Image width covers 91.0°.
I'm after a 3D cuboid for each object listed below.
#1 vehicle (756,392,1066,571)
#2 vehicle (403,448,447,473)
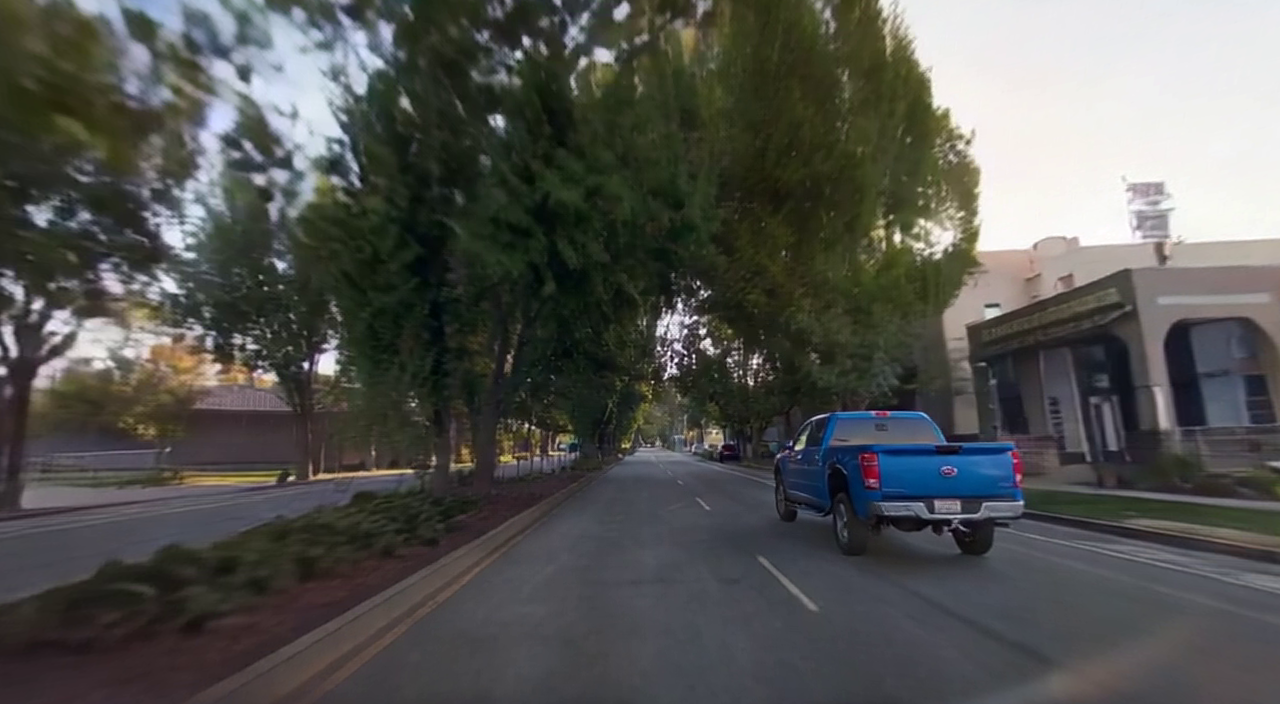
[{"bbox_3d":[3.300,1.732,9.239,2.085,1.828,5.383,0,-8,-1],"label":"vehicle"},{"bbox_3d":[-16.115,8.110,47.385,1.913,1.734,4.357,0,-8,-2],"label":"vehicle"}]
